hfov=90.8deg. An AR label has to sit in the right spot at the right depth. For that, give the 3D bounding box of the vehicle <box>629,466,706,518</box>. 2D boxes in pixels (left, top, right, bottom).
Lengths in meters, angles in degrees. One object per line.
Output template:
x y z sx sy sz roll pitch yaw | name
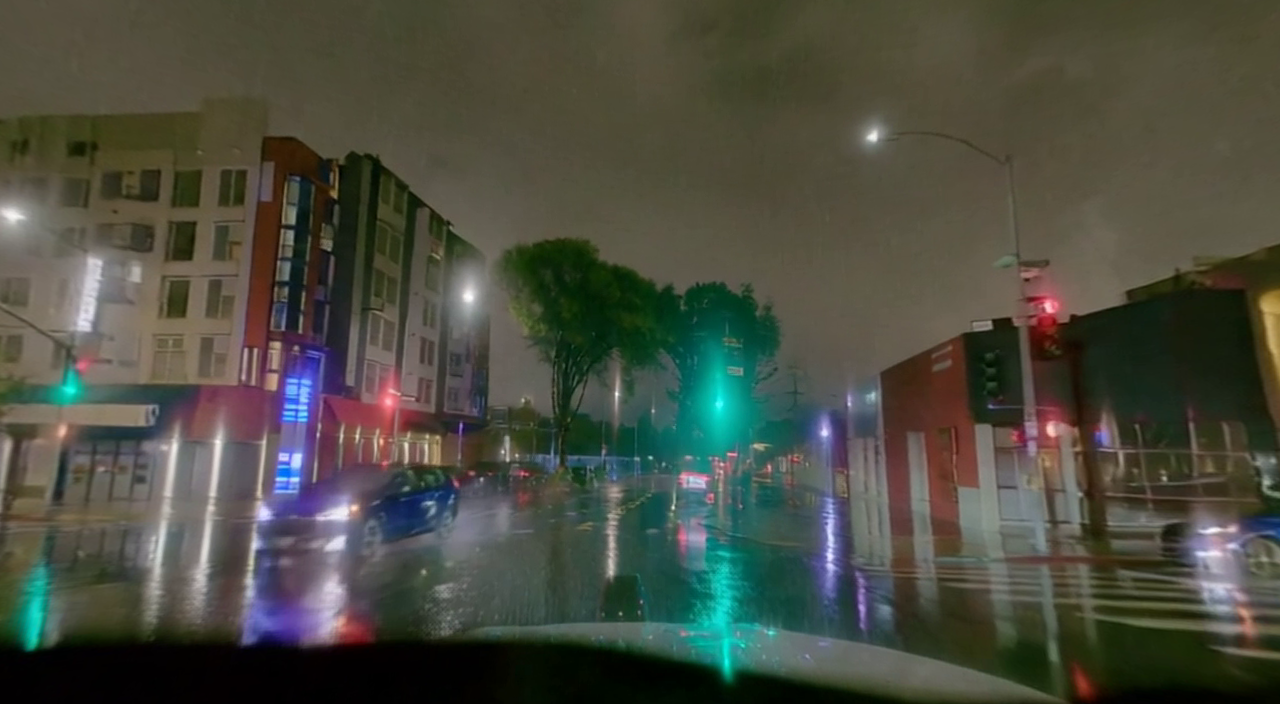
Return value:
1.075 4.863 22.330 1.892 1.481 4.365 -2 -9 13 | vehicle

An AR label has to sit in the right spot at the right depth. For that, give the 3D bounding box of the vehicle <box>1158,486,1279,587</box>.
11.783 3.042 10.533 4.426 1.446 1.795 -2 -9 12 | vehicle

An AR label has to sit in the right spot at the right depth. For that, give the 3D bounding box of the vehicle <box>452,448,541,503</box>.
-7.020 6.059 31.538 2.120 2.078 5.403 -6 -7 12 | vehicle

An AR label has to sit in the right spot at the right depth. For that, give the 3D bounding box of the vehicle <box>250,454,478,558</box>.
-4.726 2.681 11.758 2.119 1.485 4.472 0 -9 1 | vehicle

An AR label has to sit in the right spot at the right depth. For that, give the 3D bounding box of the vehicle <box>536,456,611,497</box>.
-3.086 5.937 30.481 2.181 1.723 4.692 -2 -9 12 | vehicle
